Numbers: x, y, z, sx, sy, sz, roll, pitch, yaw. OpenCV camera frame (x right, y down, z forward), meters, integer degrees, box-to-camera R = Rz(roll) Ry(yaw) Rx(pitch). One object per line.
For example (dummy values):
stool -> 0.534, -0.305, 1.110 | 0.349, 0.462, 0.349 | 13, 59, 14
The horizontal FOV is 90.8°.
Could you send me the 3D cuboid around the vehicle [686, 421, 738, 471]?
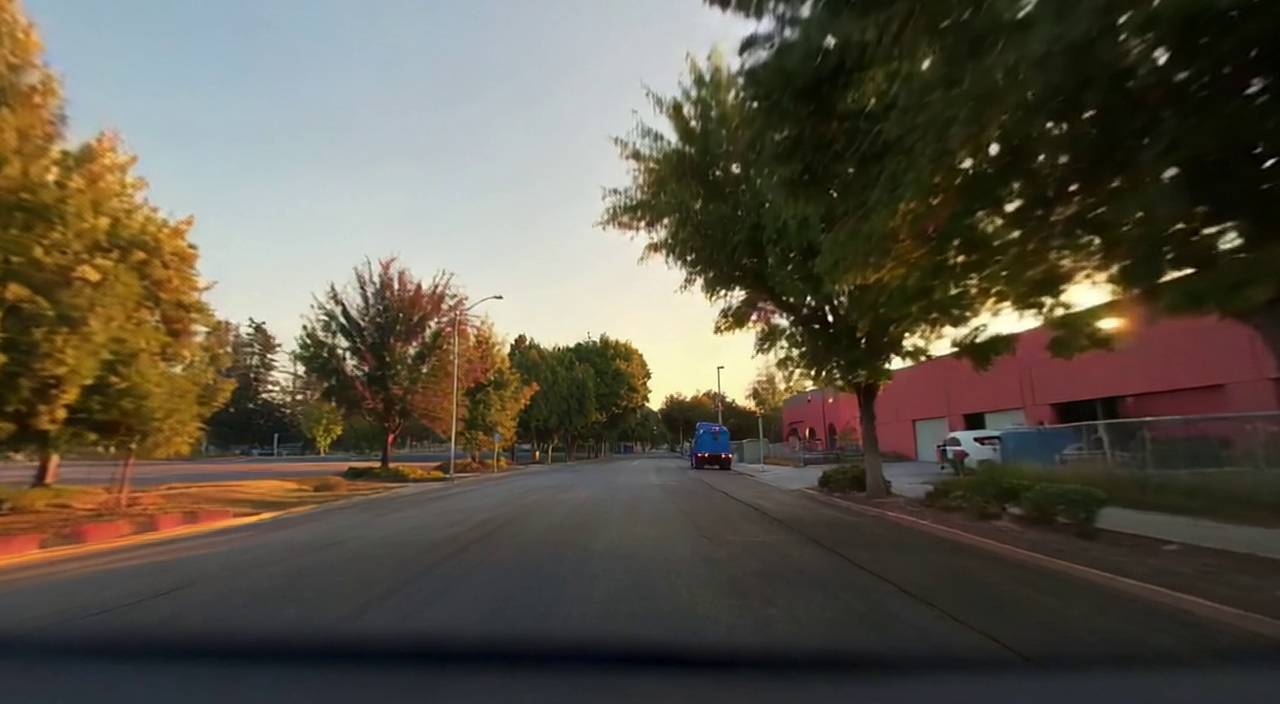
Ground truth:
vehicle -> 4.977, 6.677, 44.900 | 3.019, 3.303, 6.252 | 0, -8, 1
